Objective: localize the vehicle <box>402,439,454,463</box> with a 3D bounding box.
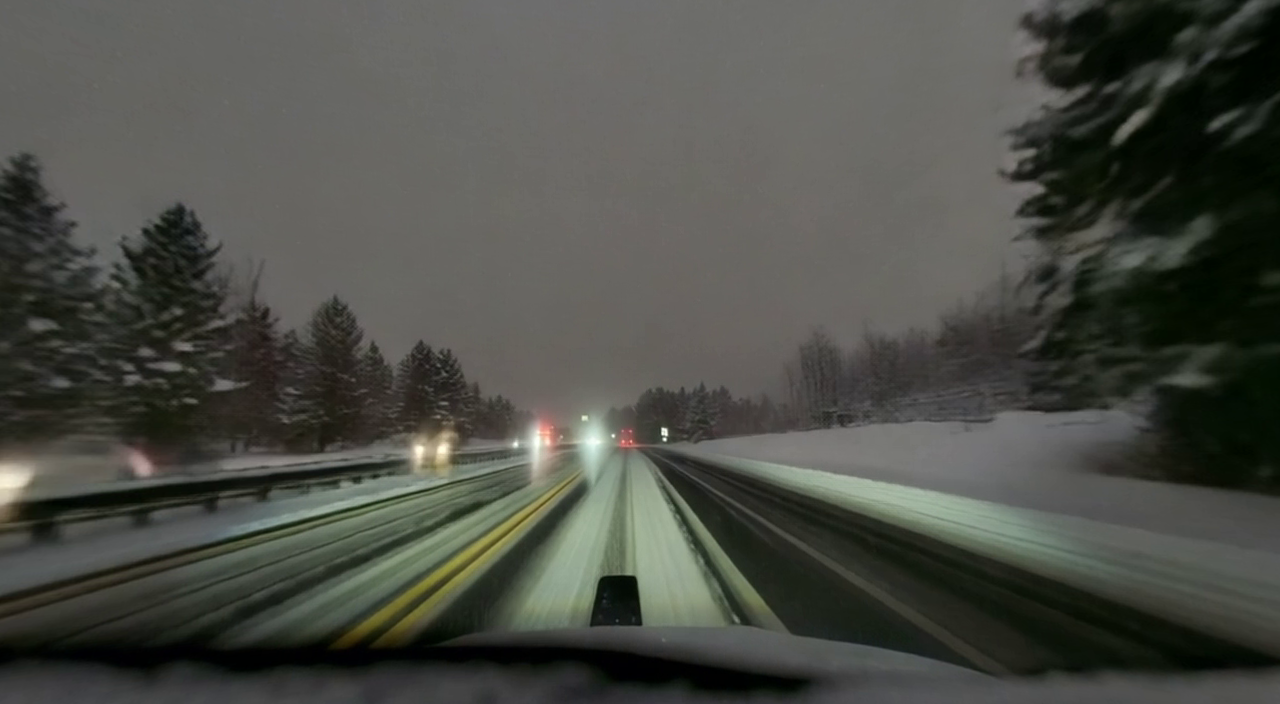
[{"bbox_3d":[-13.464,6.274,40.278,1.859,1.466,4.539,0,-8,-2],"label":"vehicle"}]
